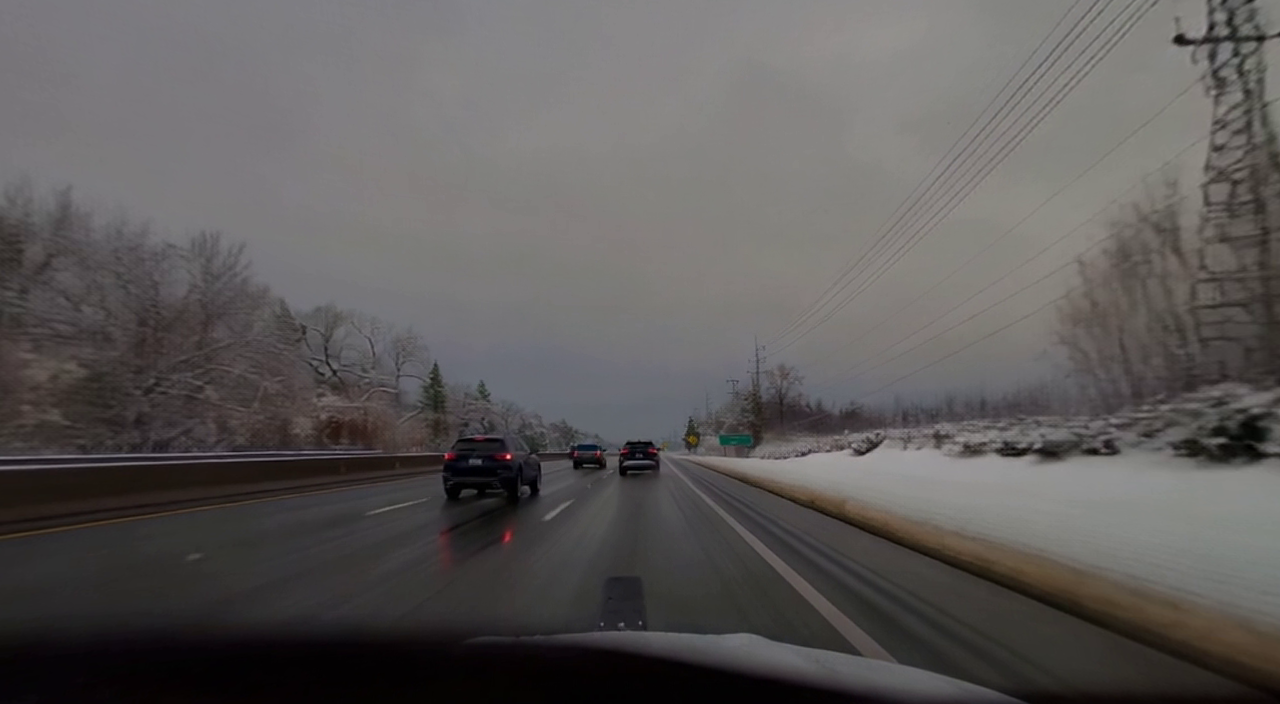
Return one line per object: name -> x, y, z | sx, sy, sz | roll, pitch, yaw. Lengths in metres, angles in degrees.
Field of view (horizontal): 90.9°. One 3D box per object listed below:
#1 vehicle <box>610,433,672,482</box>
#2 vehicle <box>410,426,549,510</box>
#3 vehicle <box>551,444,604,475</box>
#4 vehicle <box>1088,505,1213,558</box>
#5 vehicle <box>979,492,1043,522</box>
vehicle -> 0.089, 4.252, 25.759 | 2.319, 1.813, 4.274 | 0, -8, 2
vehicle -> -3.728, 2.785, 15.653 | 2.104, 1.754, 4.515 | 0, -8, 2
vehicle -> -3.090, 5.410, 32.054 | 2.092, 1.464, 4.466 | -1, -8, 2
vehicle -> 22.235, 7.789, 27.758 | 1.826, 1.625, 4.758 | -1, -8, 6
vehicle -> 24.468, 10.219, 41.761 | 1.985, 1.513, 4.339 | -1, -8, 7
